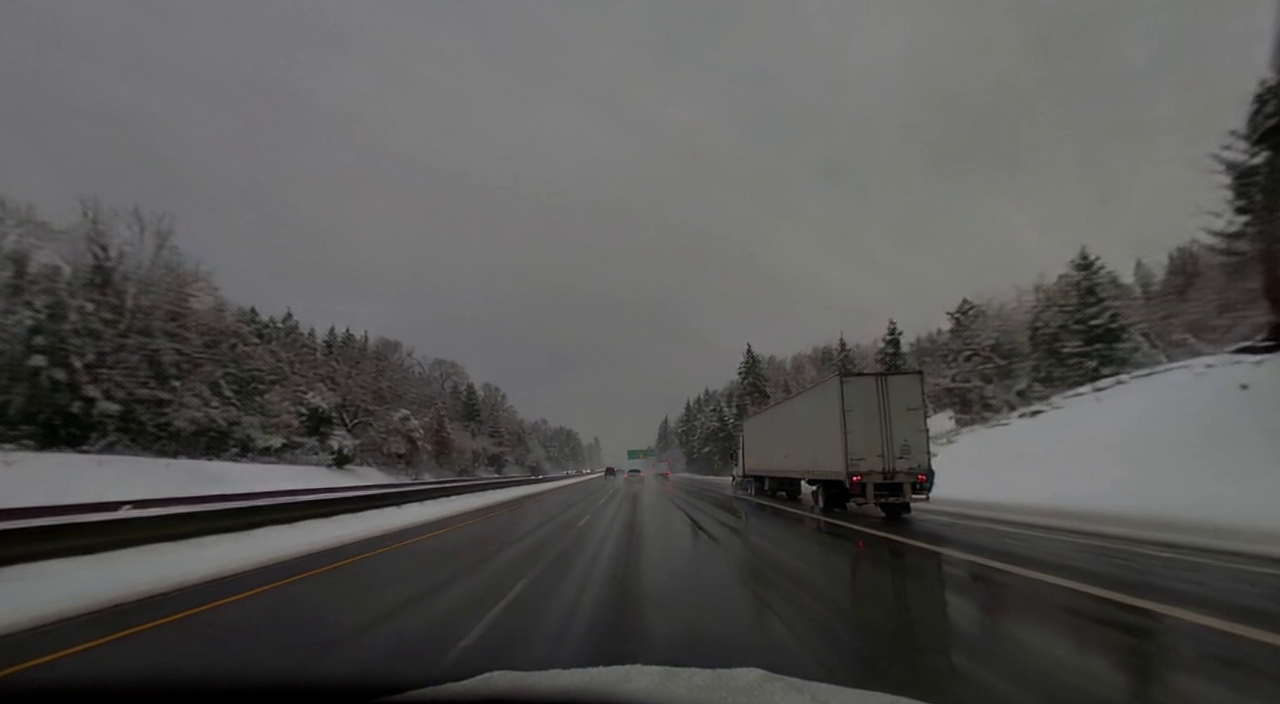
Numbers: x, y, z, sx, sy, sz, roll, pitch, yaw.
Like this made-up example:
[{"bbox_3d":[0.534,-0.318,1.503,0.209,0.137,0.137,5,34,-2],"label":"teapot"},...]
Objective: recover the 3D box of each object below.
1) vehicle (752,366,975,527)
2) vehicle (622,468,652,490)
[{"bbox_3d":[6.877,3.634,22.957,2.926,4.073,13.836,1,-10,-1],"label":"vehicle"},{"bbox_3d":[-0.264,8.974,44.808,2.029,1.459,3.684,1,-10,-1],"label":"vehicle"}]
